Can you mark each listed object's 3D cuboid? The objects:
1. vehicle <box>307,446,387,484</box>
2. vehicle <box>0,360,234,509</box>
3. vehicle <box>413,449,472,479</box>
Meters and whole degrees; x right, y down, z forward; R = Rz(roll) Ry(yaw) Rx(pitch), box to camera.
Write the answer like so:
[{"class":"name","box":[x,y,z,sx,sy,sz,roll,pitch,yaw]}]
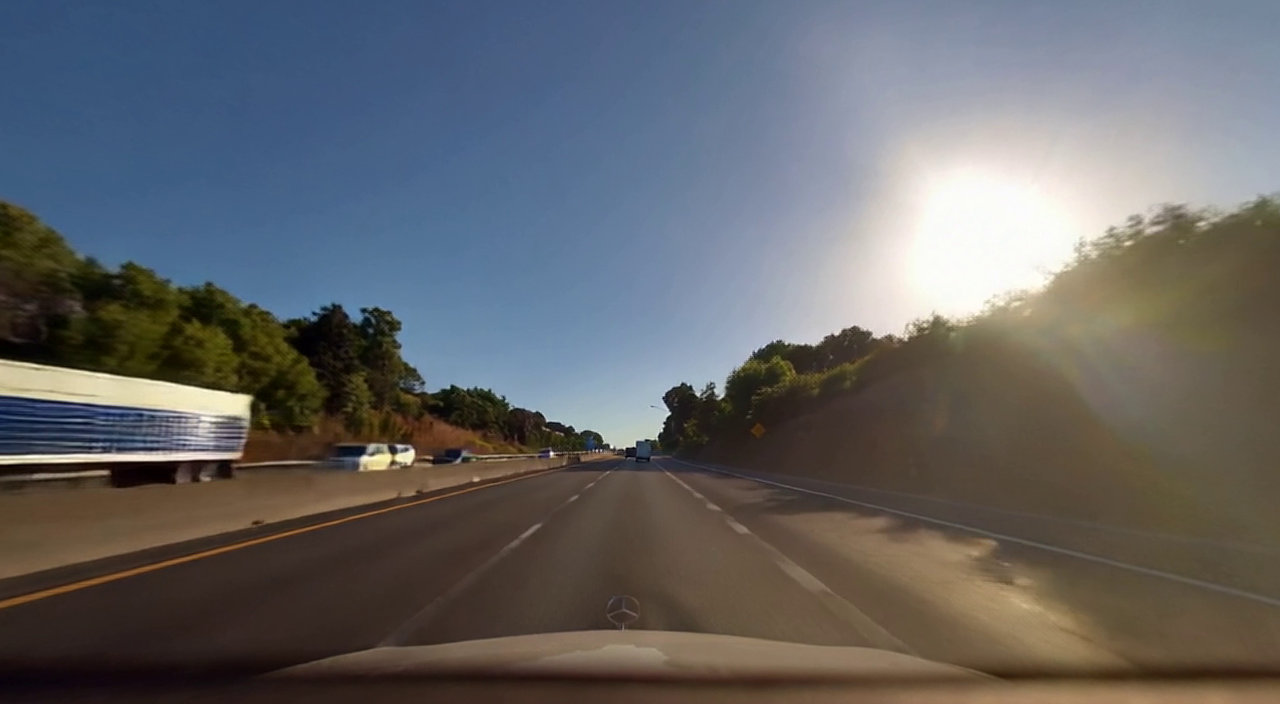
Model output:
[{"class":"vehicle","box":[-14.964,5.767,32.517,2.002,1.778,4.321,0,-9,0]},{"class":"vehicle","box":[-19.157,2.662,19.867,2.992,4.077,14.417,0,-9,1]},{"class":"vehicle","box":[-11.042,6.263,35.553,1.904,1.544,4.225,0,-9,0]}]
